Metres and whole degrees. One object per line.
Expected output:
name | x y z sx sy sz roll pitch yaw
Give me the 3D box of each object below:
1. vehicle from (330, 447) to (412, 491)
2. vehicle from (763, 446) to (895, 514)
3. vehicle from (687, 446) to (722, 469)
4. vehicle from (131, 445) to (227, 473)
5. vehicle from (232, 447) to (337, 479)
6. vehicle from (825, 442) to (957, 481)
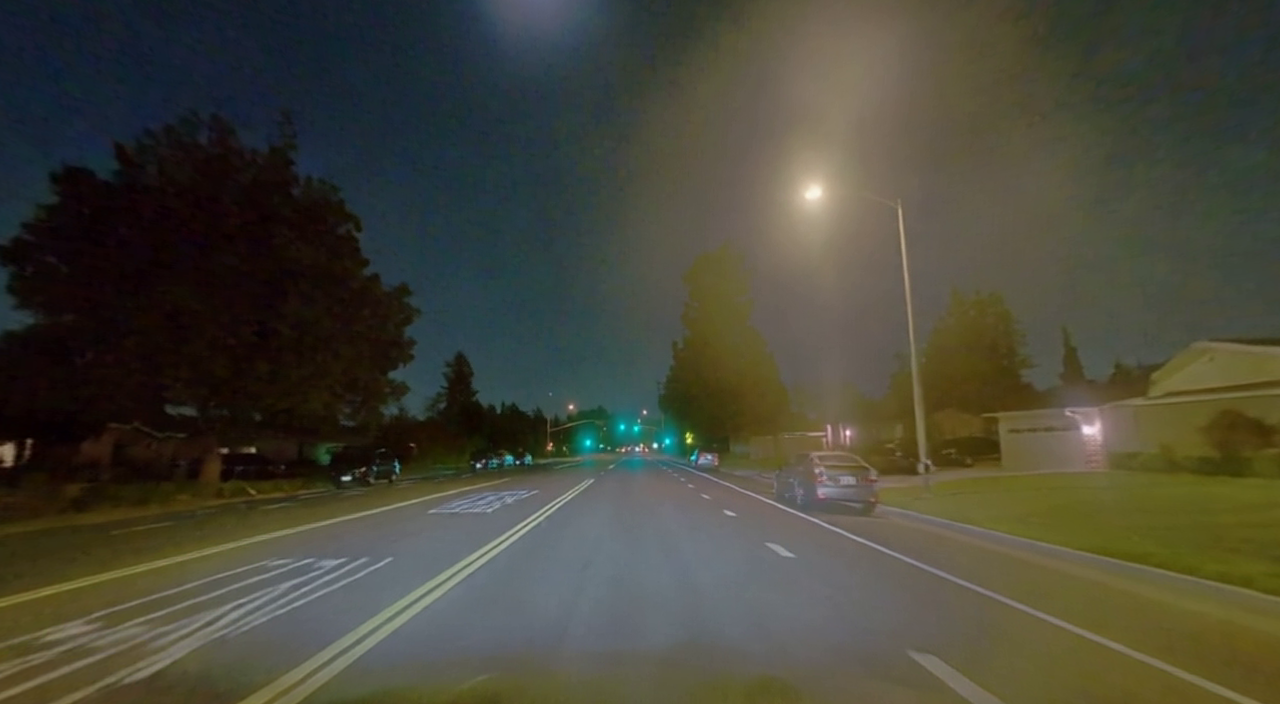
vehicle | -12.848 5.561 30.514 2.049 1.782 4.460 -4 -8 0
vehicle | 4.528 3.104 15.877 1.970 1.455 4.233 0 -8 0
vehicle | 4.462 7.345 44.124 1.925 1.482 4.746 0 -8 0
vehicle | -26.701 6.190 36.674 4.073 1.502 1.822 0 -9 -2
vehicle | -20.401 6.366 36.439 4.744 1.752 2.008 1 -9 -7
vehicle | 10.081 4.429 25.675 4.501 1.502 1.975 0 -8 -1
